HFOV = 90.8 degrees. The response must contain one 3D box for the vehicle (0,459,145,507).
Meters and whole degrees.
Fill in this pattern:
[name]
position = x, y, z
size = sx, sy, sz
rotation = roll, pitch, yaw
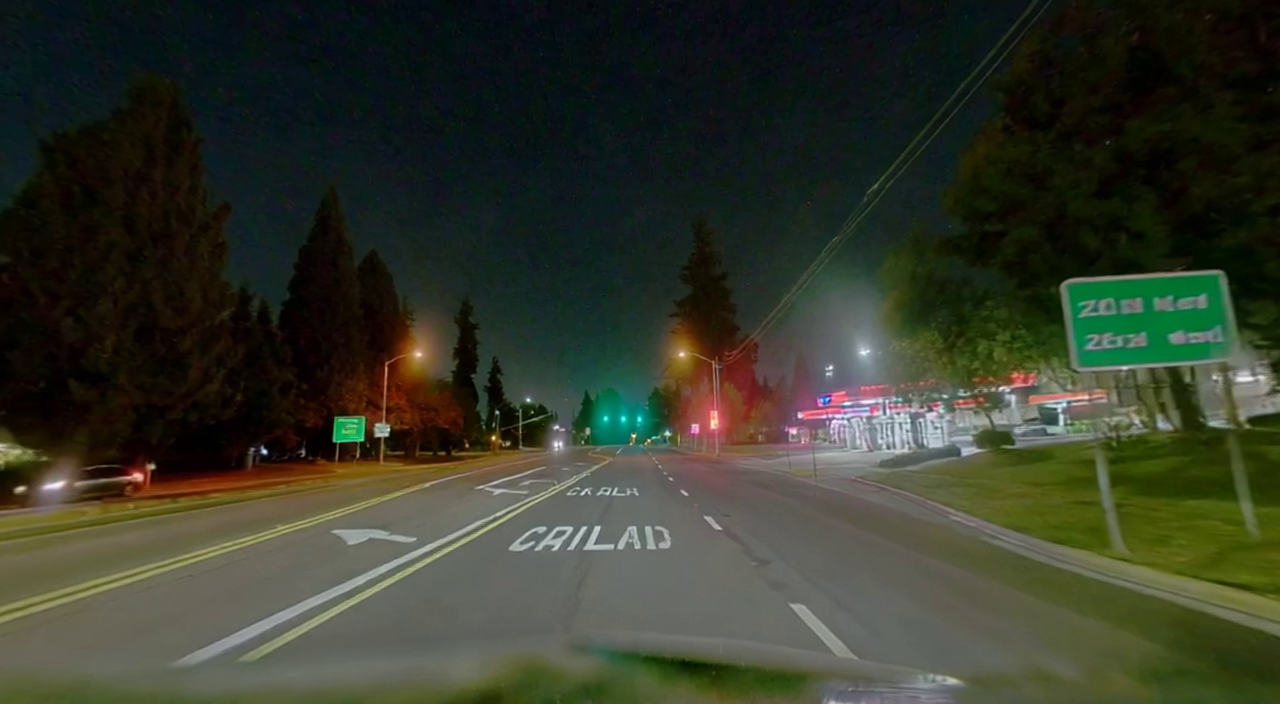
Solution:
[vehicle]
position = -21.356, 4.741, 23.260
size = 1.989, 1.454, 4.569
rotation = -2, -9, 13
